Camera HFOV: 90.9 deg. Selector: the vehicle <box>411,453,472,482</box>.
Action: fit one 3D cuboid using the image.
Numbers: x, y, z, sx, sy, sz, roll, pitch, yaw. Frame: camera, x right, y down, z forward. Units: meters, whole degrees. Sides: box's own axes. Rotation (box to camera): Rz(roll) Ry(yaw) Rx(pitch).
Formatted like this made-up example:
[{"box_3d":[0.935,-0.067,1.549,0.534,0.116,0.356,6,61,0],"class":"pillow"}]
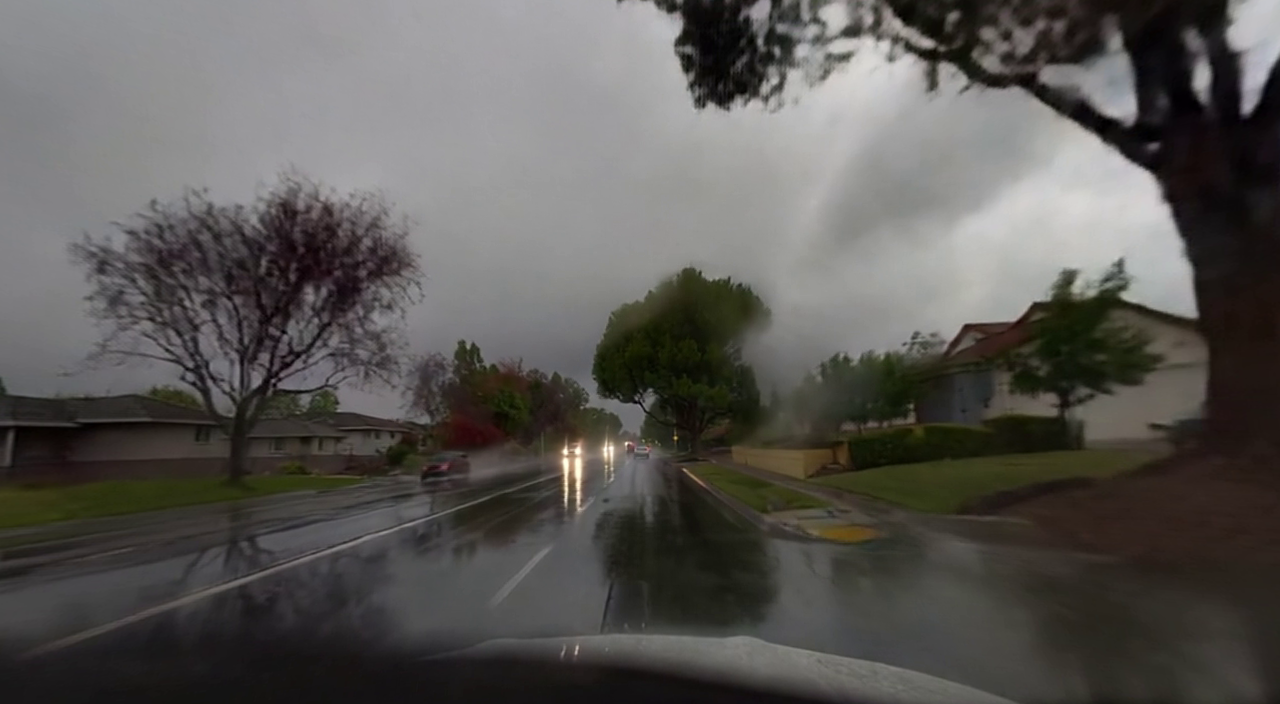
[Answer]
[{"box_3d":[-11.532,6.704,36.895,1.947,1.513,4.710,0,-8,1],"class":"vehicle"}]
